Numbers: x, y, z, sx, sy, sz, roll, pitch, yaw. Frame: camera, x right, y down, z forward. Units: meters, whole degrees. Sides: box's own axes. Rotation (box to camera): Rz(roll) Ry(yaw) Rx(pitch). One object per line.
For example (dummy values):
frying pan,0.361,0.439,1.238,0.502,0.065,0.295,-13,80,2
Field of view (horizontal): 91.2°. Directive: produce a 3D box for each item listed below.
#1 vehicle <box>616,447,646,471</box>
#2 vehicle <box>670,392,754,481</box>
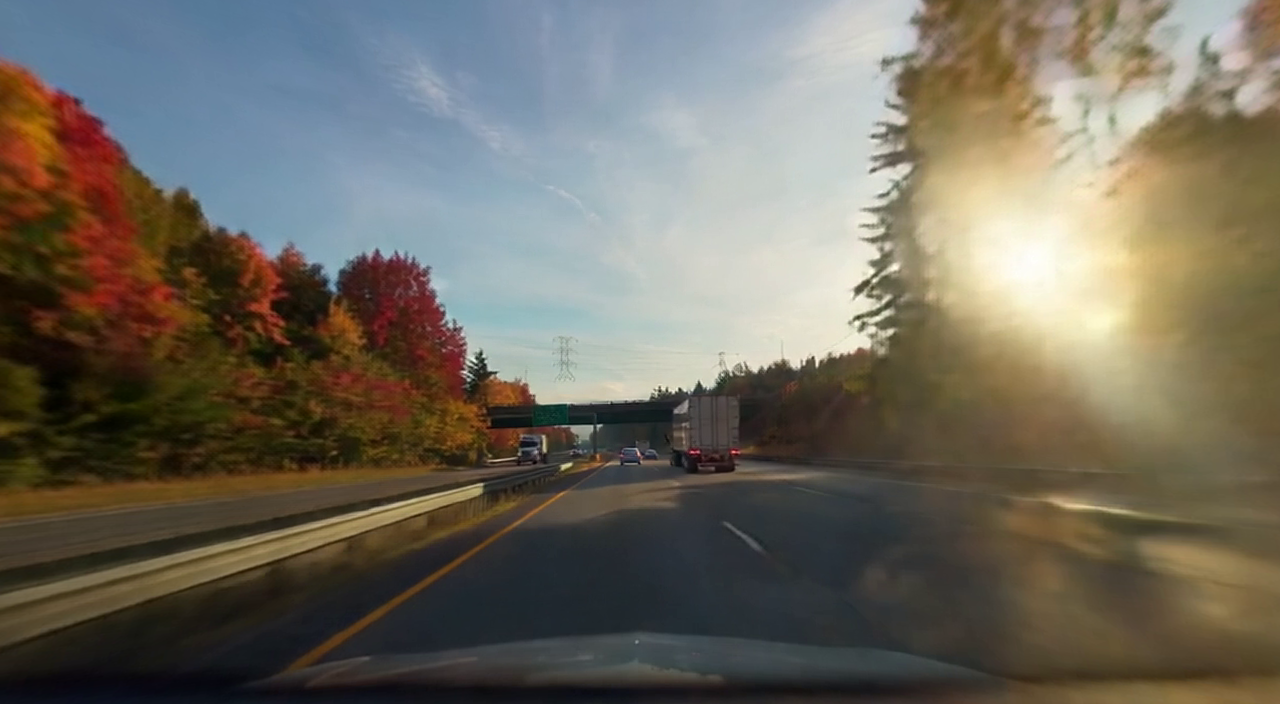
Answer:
vehicle,-0.593,7.149,42.027,1.961,1.454,3.755,0,-9,-1
vehicle,3.842,5.226,37.830,2.956,4.281,14.327,0,-9,-2
